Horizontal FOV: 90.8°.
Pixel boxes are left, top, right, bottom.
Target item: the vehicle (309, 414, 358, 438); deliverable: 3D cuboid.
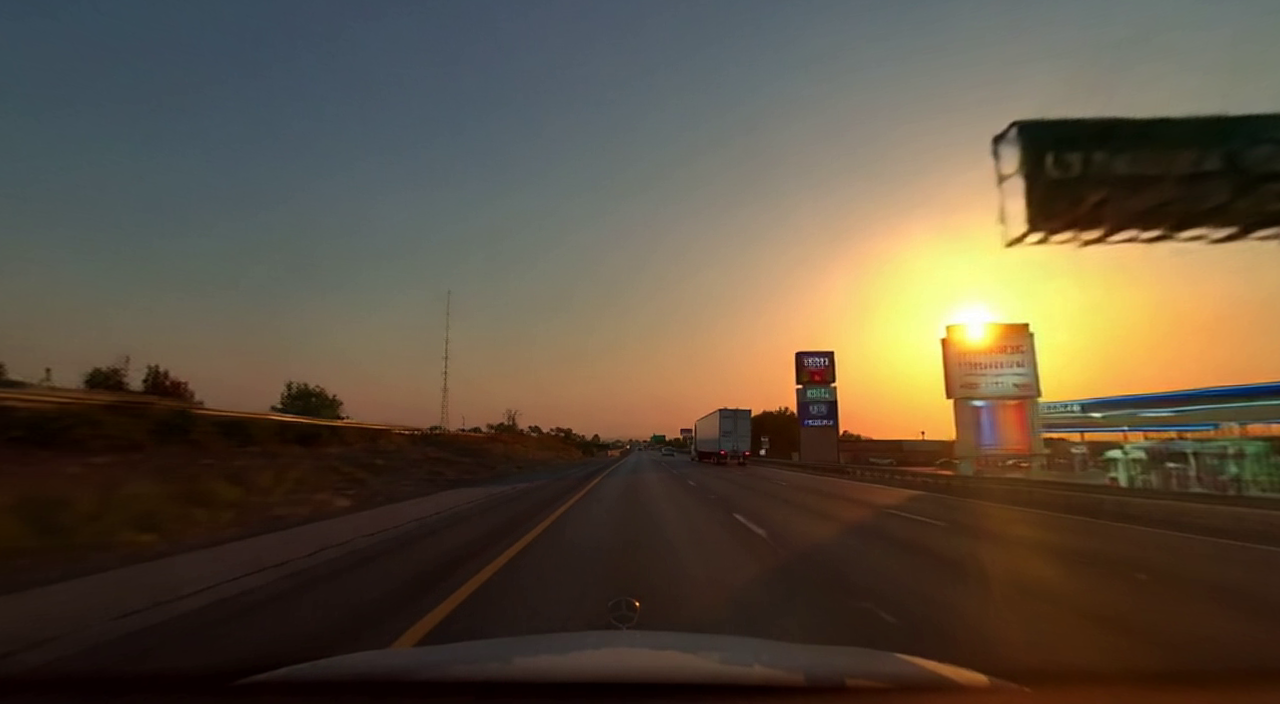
[{"bbox_3d":[-20.665,5.035,42.655,1.600,1.445,3.580,0,-8,-2],"label":"vehicle"}]
